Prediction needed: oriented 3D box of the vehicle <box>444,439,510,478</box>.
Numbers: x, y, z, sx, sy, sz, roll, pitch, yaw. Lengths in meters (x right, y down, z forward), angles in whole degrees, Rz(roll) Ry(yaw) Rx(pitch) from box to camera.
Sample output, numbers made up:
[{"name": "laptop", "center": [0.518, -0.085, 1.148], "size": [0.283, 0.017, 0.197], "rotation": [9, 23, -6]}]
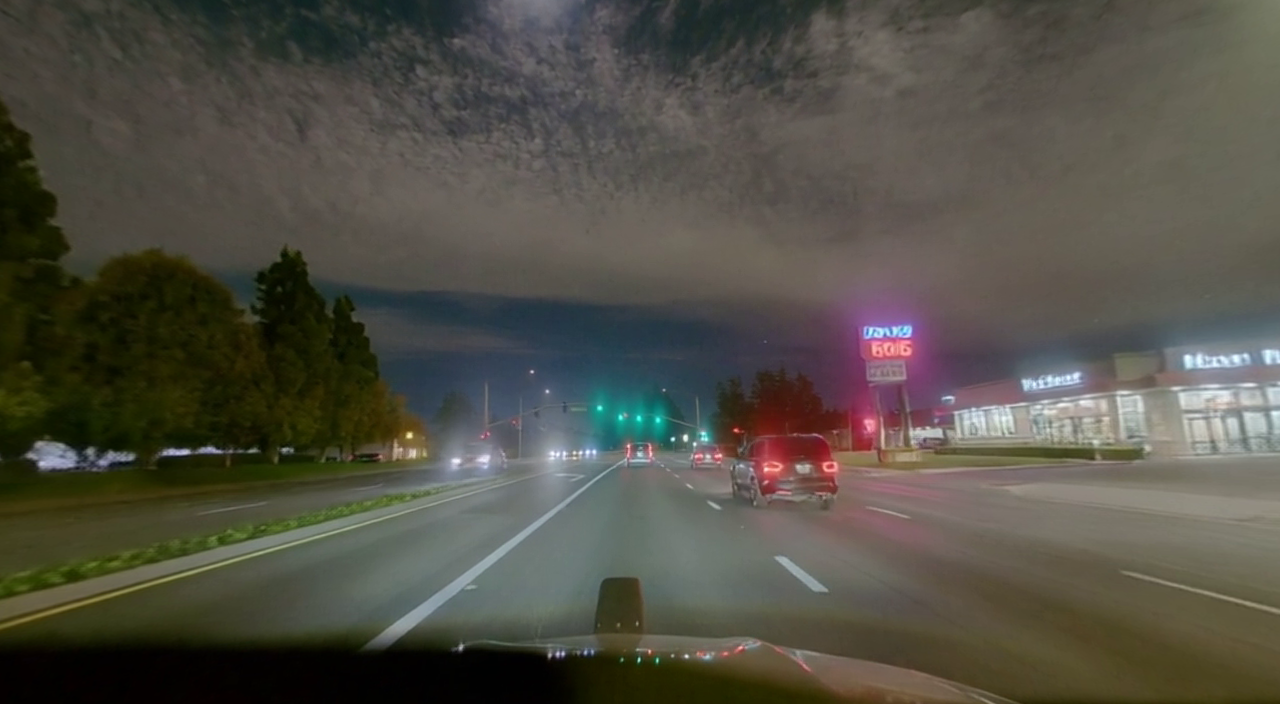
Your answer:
[{"name": "vehicle", "center": [-8.455, 5.538, 33.254], "size": [2.142, 1.872, 4.689], "rotation": [0, -8, 1]}]

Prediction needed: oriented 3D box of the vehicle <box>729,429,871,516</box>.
[{"name": "vehicle", "center": [3.377, 2.640, 14.332], "size": [2.022, 1.643, 4.326], "rotation": [0, -8, -1]}]

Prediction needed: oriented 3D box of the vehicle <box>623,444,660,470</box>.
[{"name": "vehicle", "center": [0.082, 6.387, 38.722], "size": [2.135, 1.468, 4.076], "rotation": [0, -8, 0]}]

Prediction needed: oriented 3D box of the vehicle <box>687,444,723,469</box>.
[{"name": "vehicle", "center": [4.135, 6.684, 40.673], "size": [1.889, 1.473, 4.303], "rotation": [0, -8, 0]}]
